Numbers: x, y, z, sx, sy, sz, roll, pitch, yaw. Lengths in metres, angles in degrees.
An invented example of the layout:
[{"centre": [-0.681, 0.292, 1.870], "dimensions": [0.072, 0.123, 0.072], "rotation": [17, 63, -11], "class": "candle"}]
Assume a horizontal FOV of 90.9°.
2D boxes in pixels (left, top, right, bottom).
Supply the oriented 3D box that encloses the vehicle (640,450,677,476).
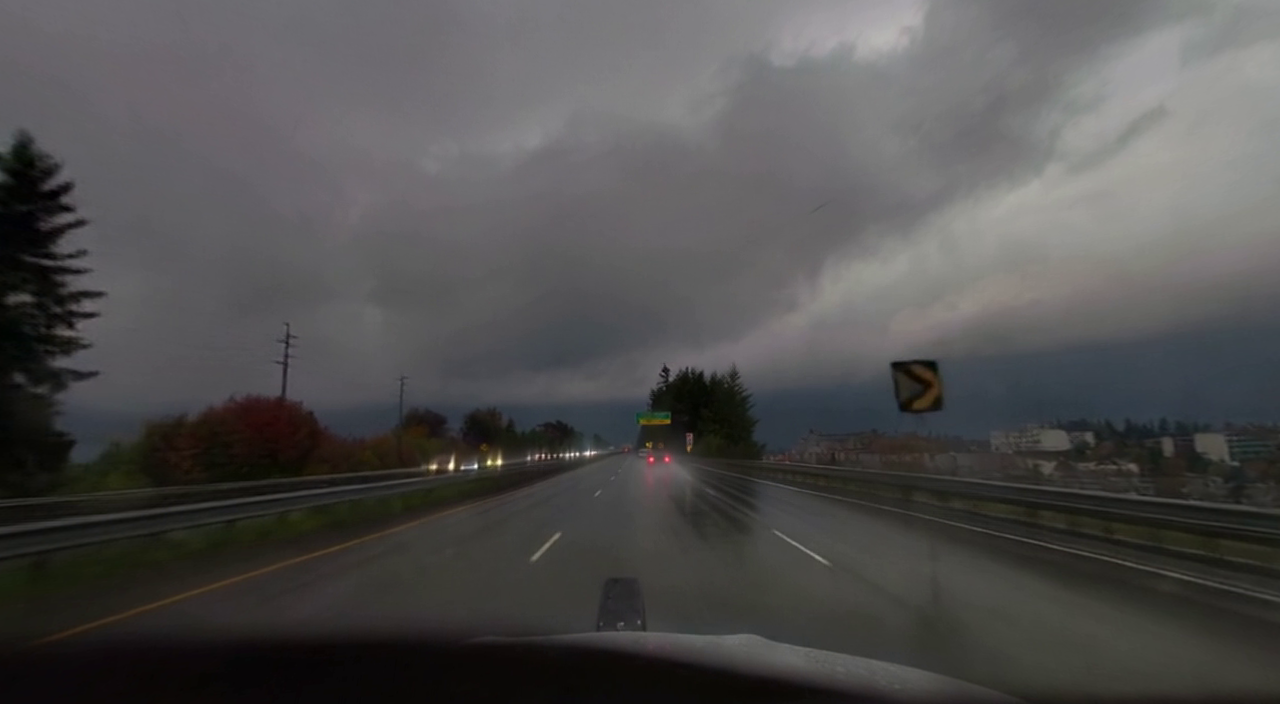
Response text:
[{"centre": [1.021, 6.462, 36.816], "dimensions": [2.036, 1.457, 3.471], "rotation": [0, -9, -1], "class": "vehicle"}]
